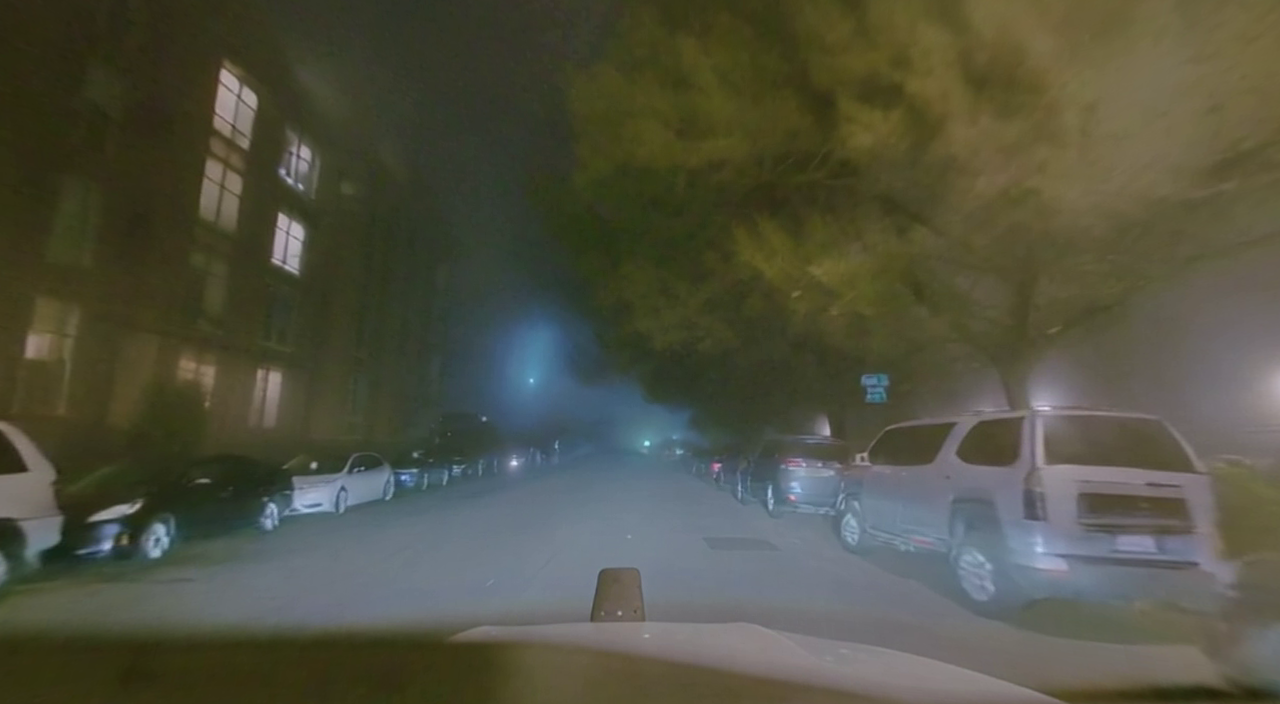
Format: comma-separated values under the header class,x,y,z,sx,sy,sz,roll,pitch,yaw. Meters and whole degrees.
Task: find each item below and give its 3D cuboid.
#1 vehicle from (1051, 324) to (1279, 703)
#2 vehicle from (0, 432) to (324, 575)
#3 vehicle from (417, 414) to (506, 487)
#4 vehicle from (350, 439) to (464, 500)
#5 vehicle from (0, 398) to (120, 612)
class,x,y,z,sx,sy,sz,roll,pitch,yaw
vehicle,3.922,0.644,1.526,2.214,1.885,5.268,0,-9,-1
vehicle,-7.235,2.239,10.167,1.978,1.721,4.589,-1,-9,-2
vehicle,-7.497,4.263,27.218,2.294,2.707,6.199,-2,-9,-2
vehicle,-7.576,3.835,21.032,2.150,1.774,4.514,0,-9,-1
vehicle,-7.290,1.237,4.394,2.205,2.051,6.109,-3,-10,-1
